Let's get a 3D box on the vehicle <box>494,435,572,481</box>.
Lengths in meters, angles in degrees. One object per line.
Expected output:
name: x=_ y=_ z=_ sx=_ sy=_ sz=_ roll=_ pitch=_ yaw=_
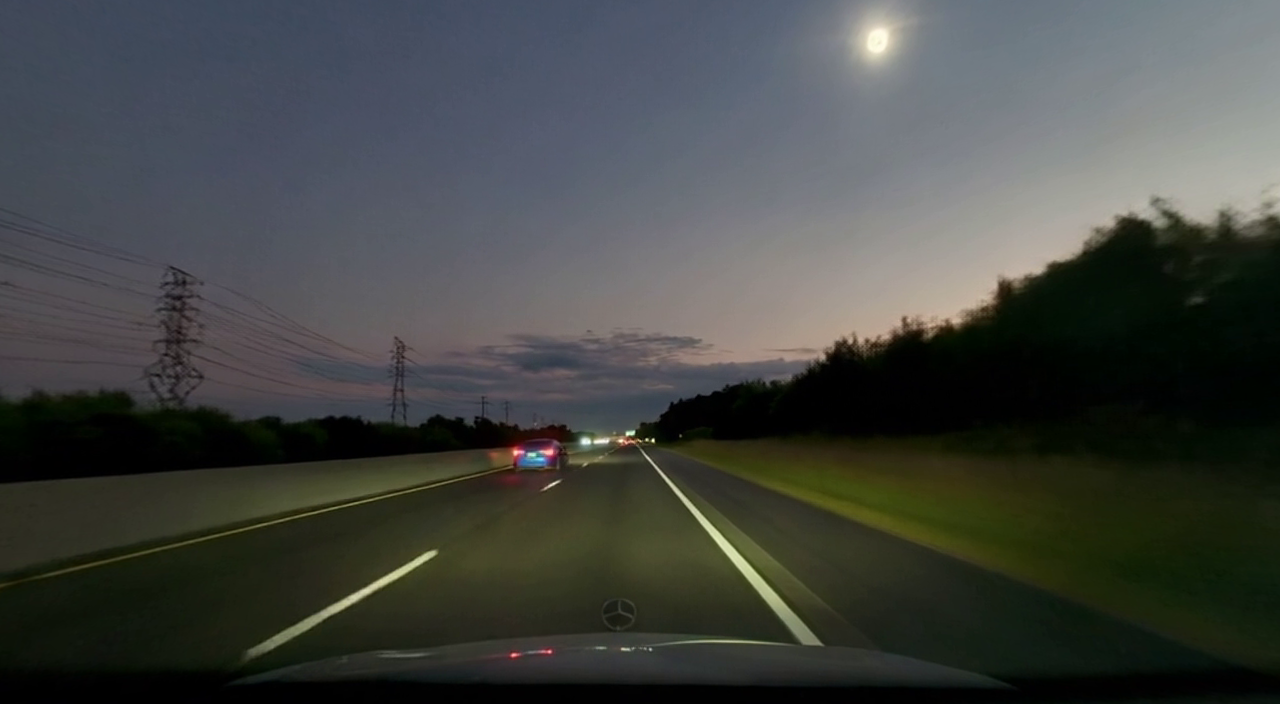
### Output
vehicle: x=-4.032 y=4.064 z=24.613 sx=2.158 sy=1.604 sz=4.679 roll=0 pitch=-8 yaw=1
